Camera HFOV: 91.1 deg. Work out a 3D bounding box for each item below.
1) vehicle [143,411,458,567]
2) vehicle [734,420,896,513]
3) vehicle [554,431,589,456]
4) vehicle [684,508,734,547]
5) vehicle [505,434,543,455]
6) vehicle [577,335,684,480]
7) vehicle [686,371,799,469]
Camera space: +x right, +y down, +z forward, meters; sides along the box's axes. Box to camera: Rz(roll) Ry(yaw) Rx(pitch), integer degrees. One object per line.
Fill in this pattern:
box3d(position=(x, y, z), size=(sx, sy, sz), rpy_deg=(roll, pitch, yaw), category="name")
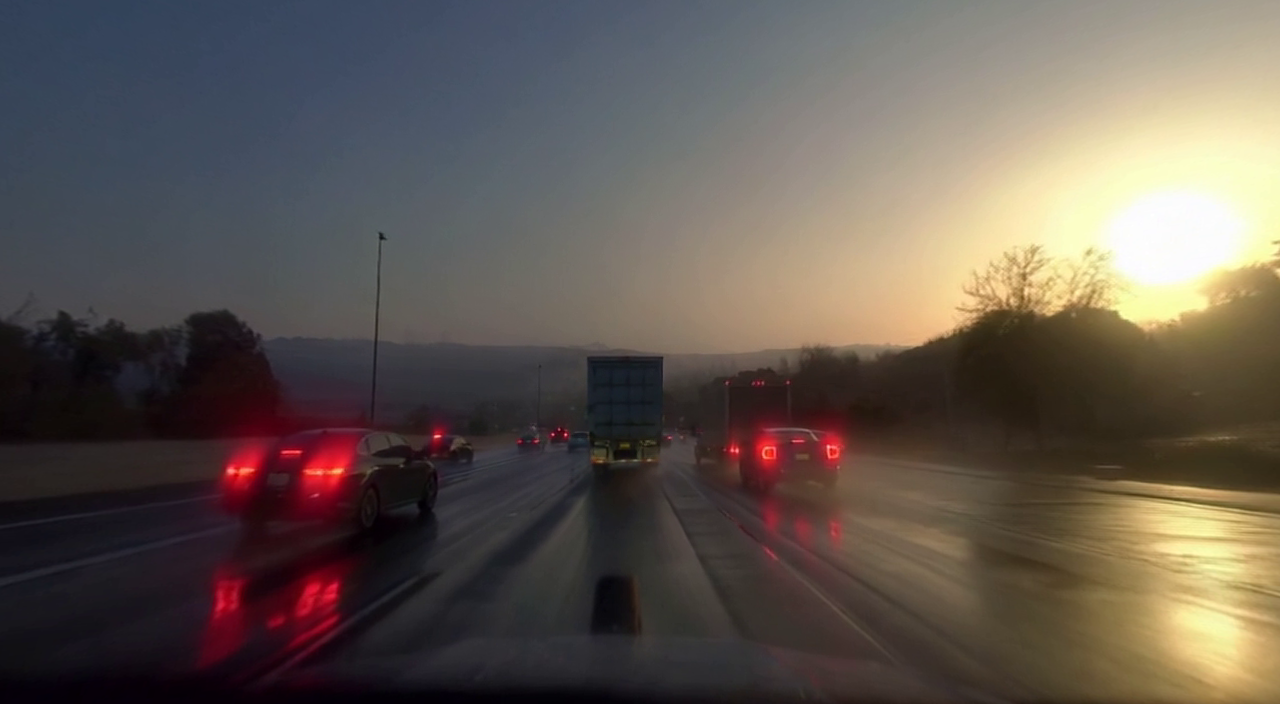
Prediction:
box3d(position=(-3.847, 1.587, 8.047), size=(1.882, 1.493, 3.828), rpy_deg=(0, -8, 0), category="vehicle")
box3d(position=(3.205, 2.170, 12.501), size=(1.976, 1.513, 4.065), rpy_deg=(0, -8, -1), category="vehicle")
box3d(position=(-4.605, 6.202, 42.859), size=(1.986, 1.612, 4.155), rpy_deg=(0, -8, 0), category="vehicle")
box3d(position=(4.341, 11.138, 40.077), size=(2.835, 2.000, 2.696), rpy_deg=(0, -7, -2), category="vehicle")
box3d(position=(-8.541, 6.840, 46.805), size=(2.019, 1.471, 4.347), rpy_deg=(0, -8, 0), category="vehicle")
box3d(position=(-0.386, 2.176, 22.523), size=(2.938, 4.033, 9.980), rpy_deg=(0, -8, -1), category="vehicle")
box3d(position=(4.662, 3.795, 32.451), size=(2.863, 3.936, 14.058), rpy_deg=(1, -9, -3), category="vehicle")
